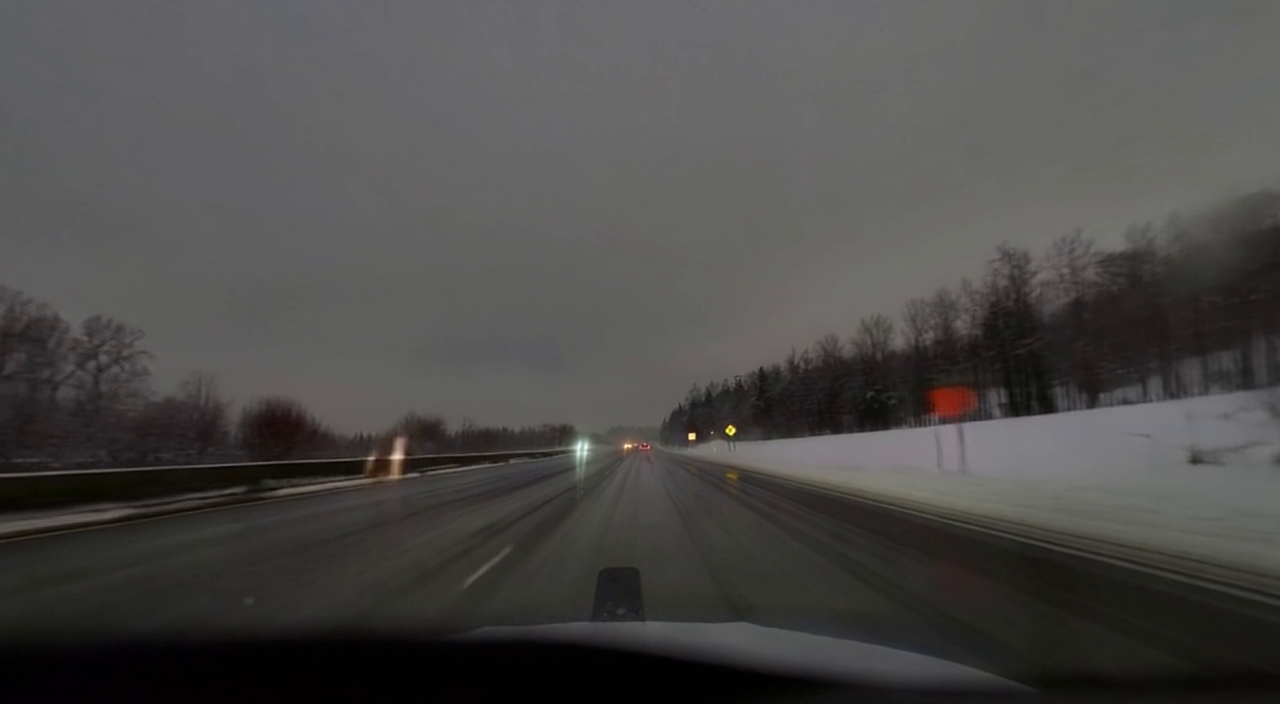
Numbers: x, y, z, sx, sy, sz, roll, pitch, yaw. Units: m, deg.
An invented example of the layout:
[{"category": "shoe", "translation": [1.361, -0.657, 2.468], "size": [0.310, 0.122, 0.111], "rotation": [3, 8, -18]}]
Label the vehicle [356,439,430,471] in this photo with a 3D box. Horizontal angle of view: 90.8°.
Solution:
[{"category": "vehicle", "translation": [-15.177, 6.355, 39.185], "size": [2.258, 1.818, 5.703], "rotation": [0, -9, 0]}]
